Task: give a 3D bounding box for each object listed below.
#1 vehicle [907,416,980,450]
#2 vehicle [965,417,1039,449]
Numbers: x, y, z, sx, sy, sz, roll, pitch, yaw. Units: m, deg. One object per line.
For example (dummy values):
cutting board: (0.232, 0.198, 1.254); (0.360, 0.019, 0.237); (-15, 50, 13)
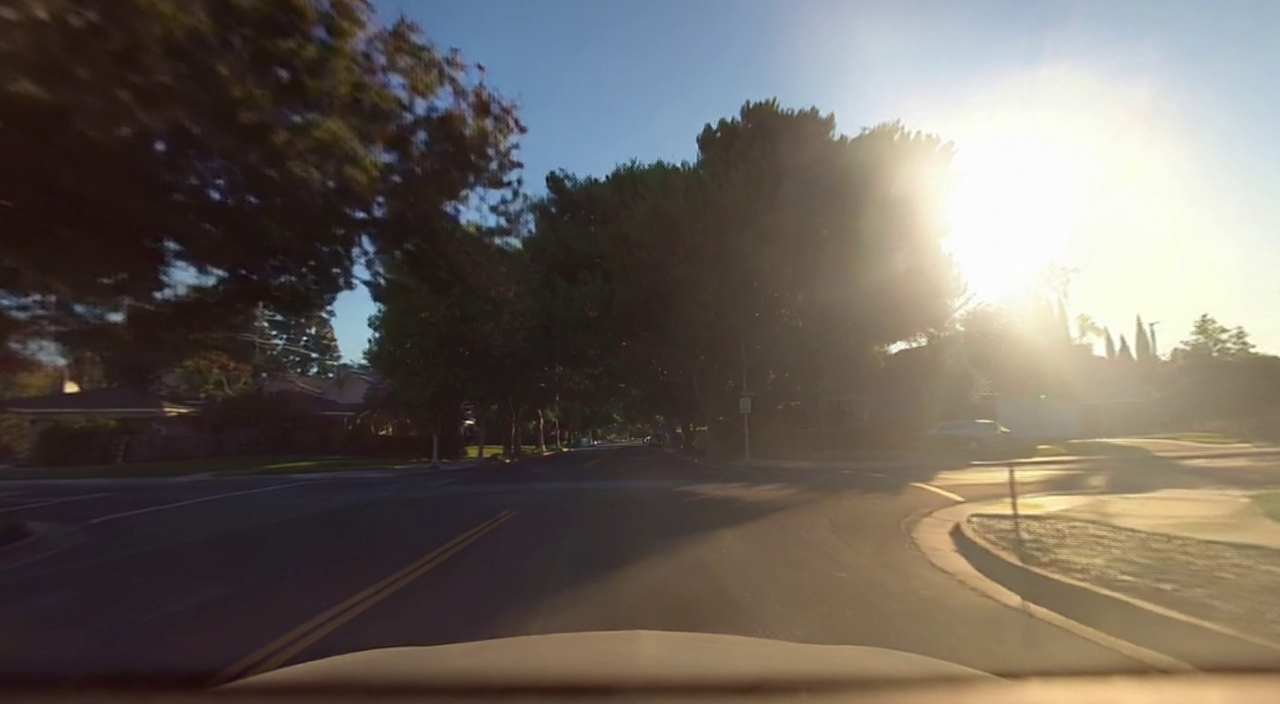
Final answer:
vehicle: (16.109, 4.368, 33.641); (1.829, 1.667, 4.437); (-1, -8, 2)
vehicle: (18.855, 4.282, 33.002); (1.803, 1.504, 4.324); (-1, -8, 7)
